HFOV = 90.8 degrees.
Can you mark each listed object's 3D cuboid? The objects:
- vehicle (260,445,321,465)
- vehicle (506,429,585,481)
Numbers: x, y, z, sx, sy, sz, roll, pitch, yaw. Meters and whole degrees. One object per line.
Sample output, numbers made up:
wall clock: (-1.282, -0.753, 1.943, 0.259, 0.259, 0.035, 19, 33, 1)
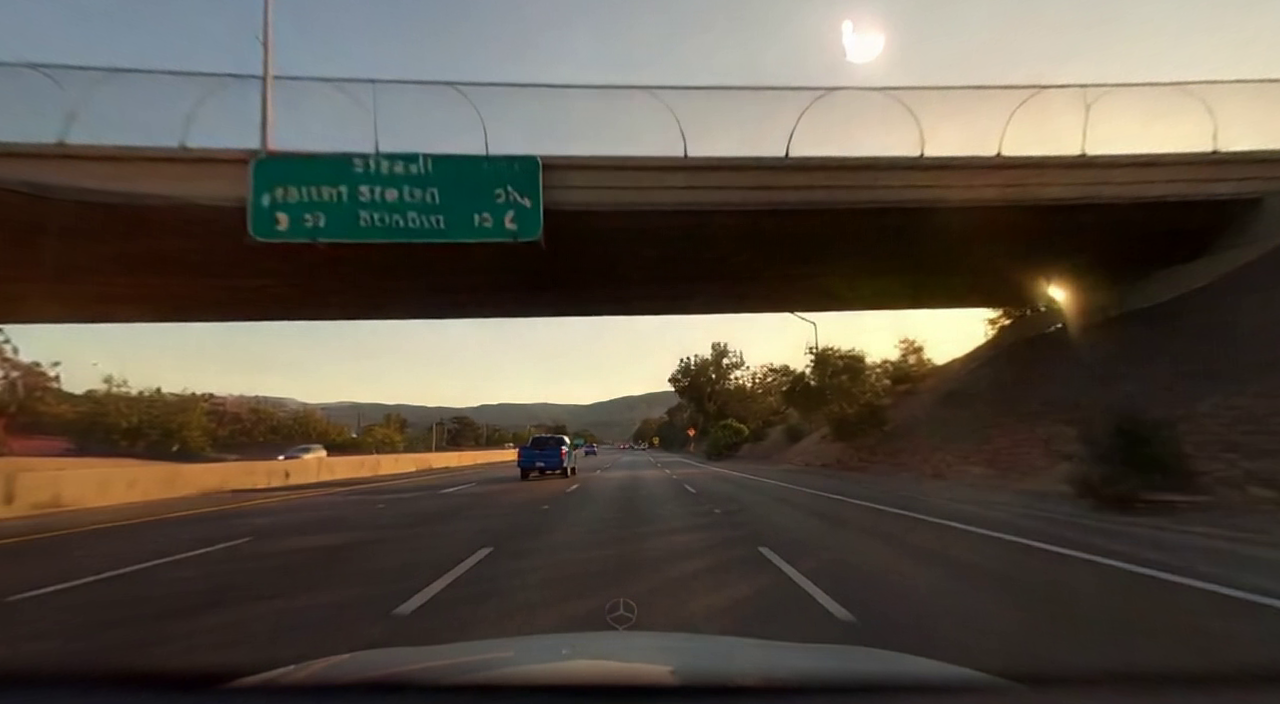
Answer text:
vehicle: (-25.851, 7.607, 46.907, 1.892, 1.436, 4.559, 0, -8, 0)
vehicle: (-3.983, 4.487, 27.850, 2.529, 2.003, 5.904, 0, -8, 0)
